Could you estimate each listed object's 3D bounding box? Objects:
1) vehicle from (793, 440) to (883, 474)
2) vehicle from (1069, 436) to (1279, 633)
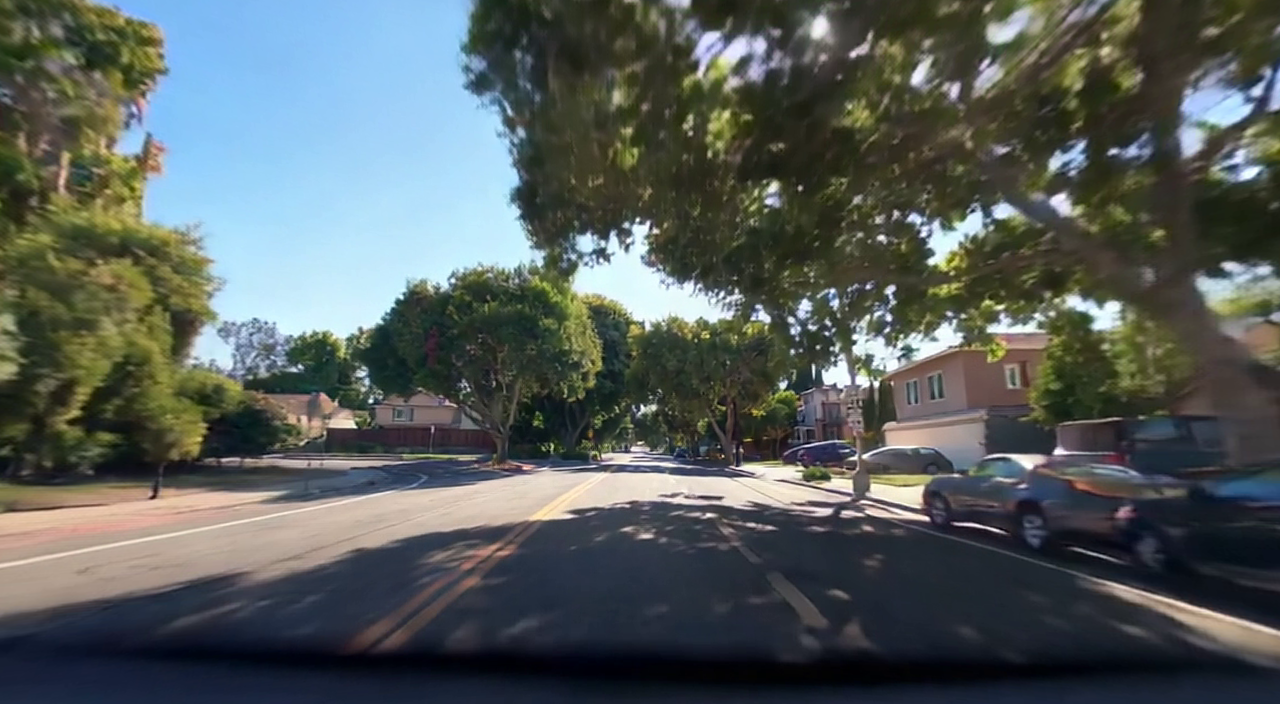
[{"bbox_3d":[11.213,5.953,36.065,4.453,1.590,1.861,-3,-7,3],"label":"vehicle"},{"bbox_3d":[6.025,1.455,5.074,1.893,1.543,4.434,0,-9,-2],"label":"vehicle"}]
